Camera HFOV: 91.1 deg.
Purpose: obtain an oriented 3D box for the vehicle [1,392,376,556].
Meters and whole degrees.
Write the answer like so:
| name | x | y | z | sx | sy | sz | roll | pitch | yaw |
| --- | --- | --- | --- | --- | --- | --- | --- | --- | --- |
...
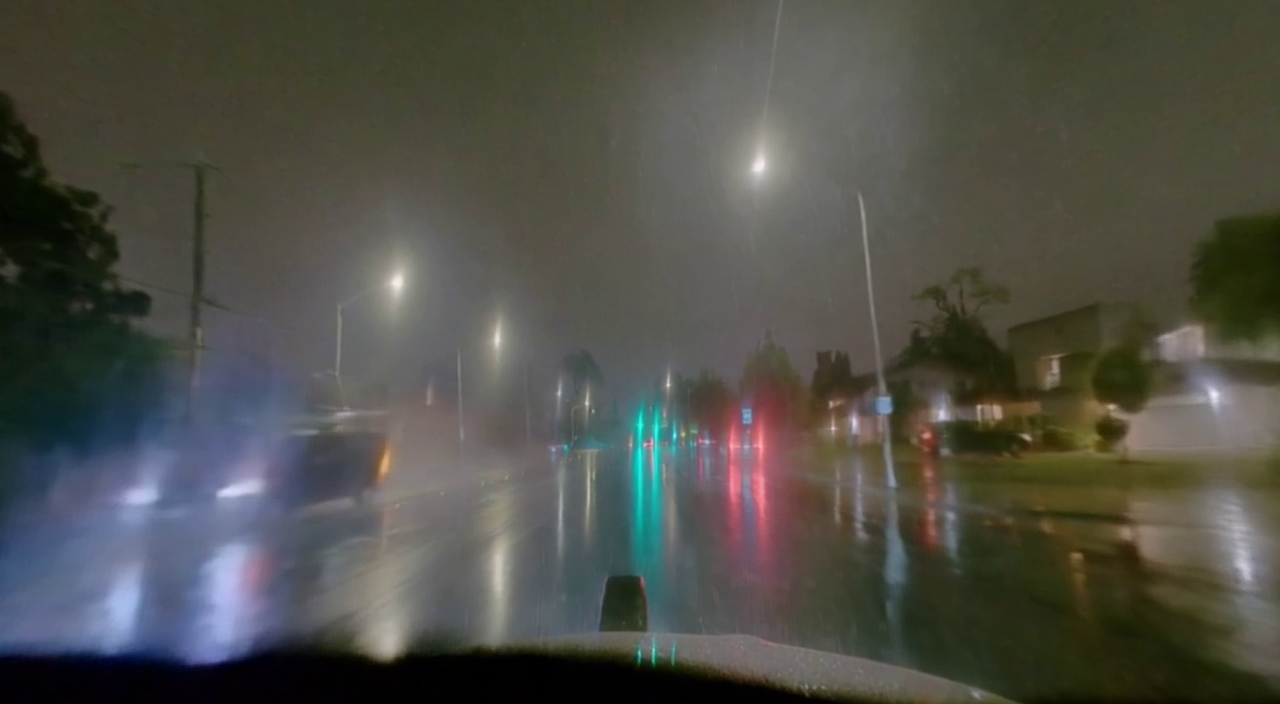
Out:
| name | x | y | z | sx | sy | sz | roll | pitch | yaw |
| --- | --- | --- | --- | --- | --- | --- | --- | --- | --- |
| vehicle | -7.652 | 2.160 | 11.977 | 2.413 | 2.267 | 6.252 | 0 | -8 | 1 |

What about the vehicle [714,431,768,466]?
| name | x | y | z | sx | sy | sz | roll | pitch | yaw |
| --- | --- | --- | --- | --- | --- | --- | --- | --- | --- |
| vehicle | 5.395 | 5.217 | 34.125 | 2.140 | 1.739 | 4.721 | 0 | -8 | 0 |

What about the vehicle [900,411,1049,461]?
| name | x | y | z | sx | sy | sz | roll | pitch | yaw |
| --- | --- | --- | --- | --- | --- | --- | --- | --- | --- |
| vehicle | 13.400 | 3.398 | 25.347 | 4.674 | 1.557 | 2.288 | -4 | -8 | -6 |
